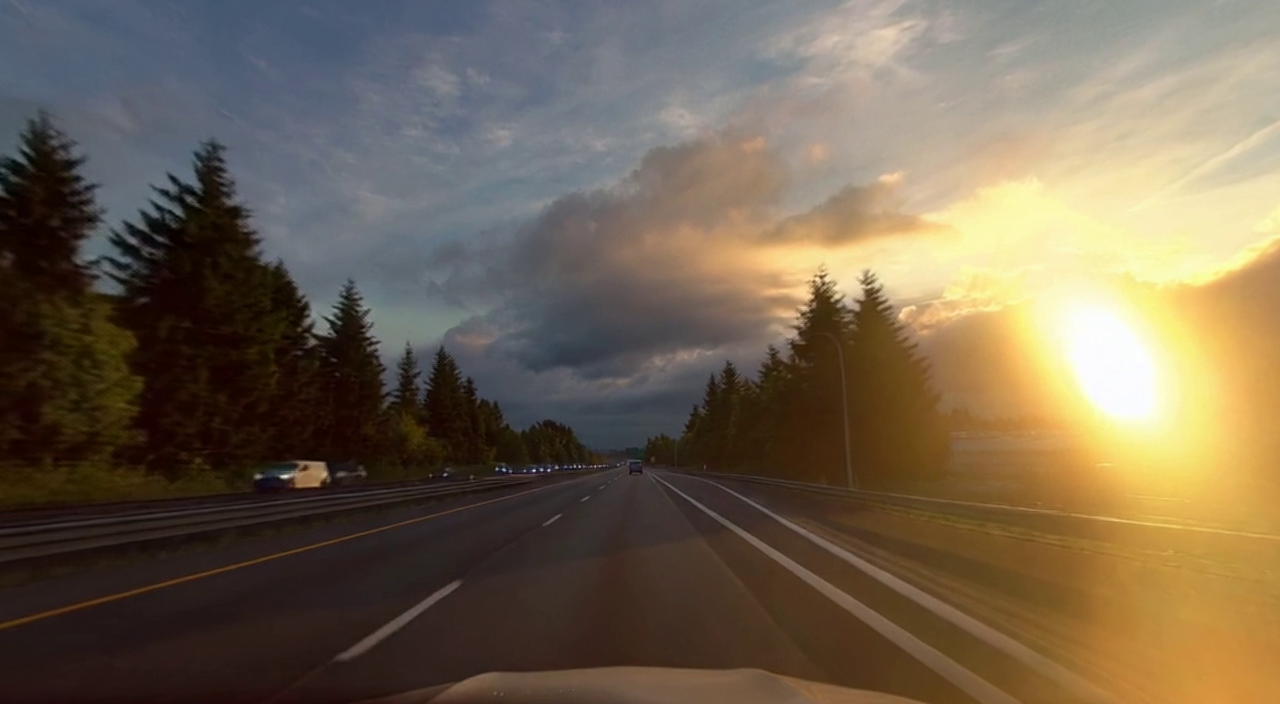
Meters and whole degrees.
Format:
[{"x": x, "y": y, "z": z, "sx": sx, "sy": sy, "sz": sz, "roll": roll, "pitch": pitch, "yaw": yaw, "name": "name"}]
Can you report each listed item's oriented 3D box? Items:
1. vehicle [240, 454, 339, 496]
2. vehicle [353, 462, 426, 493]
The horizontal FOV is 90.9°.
[{"x": -17.086, "y": 6.025, "z": 31.043, "sx": 2.110, "sy": 1.857, "sz": 4.727, "roll": 1, "pitch": -10, "yaw": 0, "name": "vehicle"}, {"x": -12.705, "y": 6.389, "z": 32.259, "sx": 1.897, "sy": 1.455, "sz": 4.330, "roll": 1, "pitch": -10, "yaw": 0, "name": "vehicle"}]
